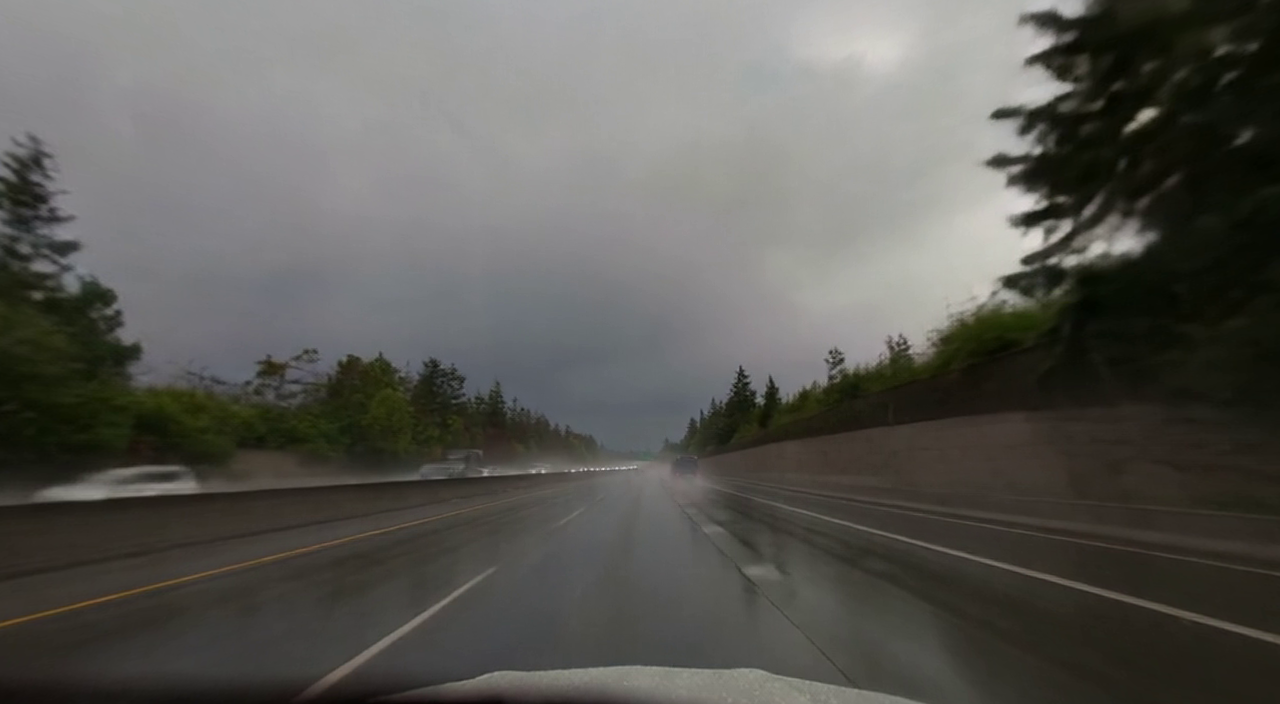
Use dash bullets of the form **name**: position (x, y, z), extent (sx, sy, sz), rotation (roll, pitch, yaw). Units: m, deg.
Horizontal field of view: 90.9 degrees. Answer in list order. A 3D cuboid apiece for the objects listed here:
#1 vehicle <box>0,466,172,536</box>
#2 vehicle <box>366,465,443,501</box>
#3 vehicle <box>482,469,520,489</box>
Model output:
- **vehicle**: position (-14.667, 3.699, 16.115), extent (1.883, 1.482, 4.475), rotation (1, -10, 0)
- **vehicle**: position (-10.782, 6.003, 29.184), extent (1.883, 1.471, 4.227), rotation (1, -10, 1)
- **vehicle**: position (-10.497, 9.630, 47.907), extent (1.902, 1.395, 4.007), rotation (1, -10, 1)
